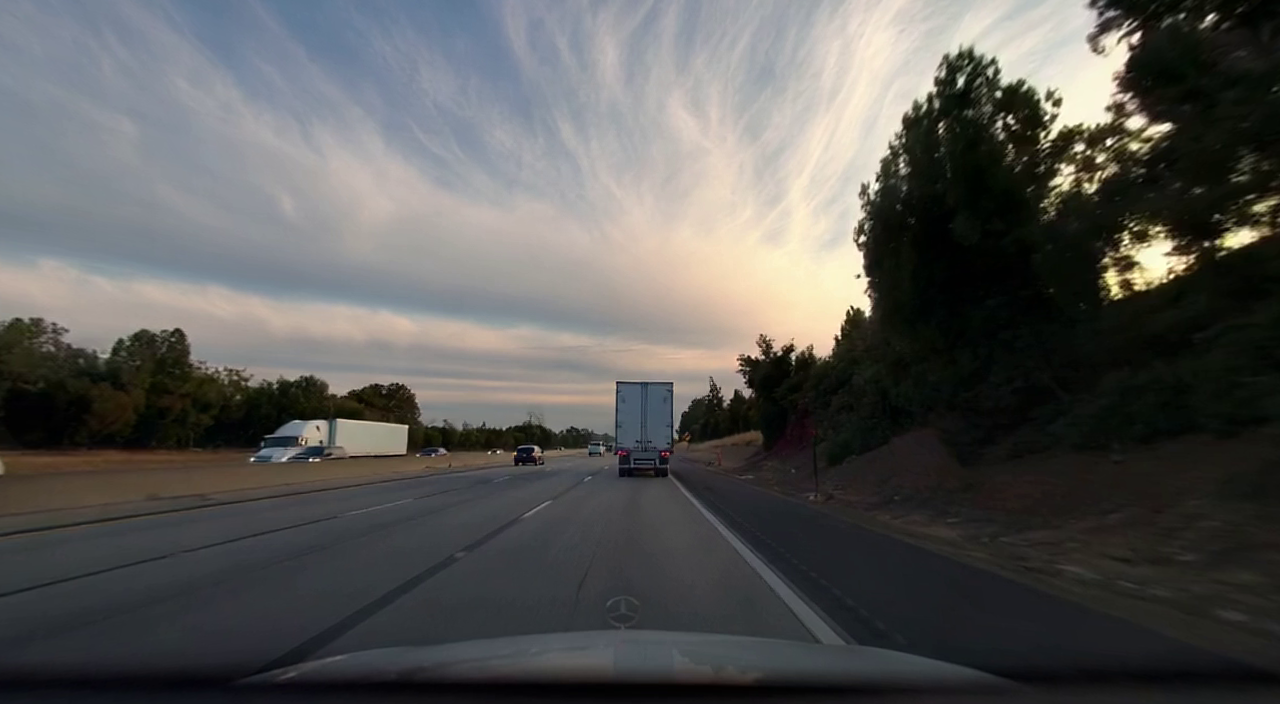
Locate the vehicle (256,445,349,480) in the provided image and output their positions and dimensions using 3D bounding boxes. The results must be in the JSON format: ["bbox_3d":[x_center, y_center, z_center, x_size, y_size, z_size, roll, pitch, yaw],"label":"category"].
[{"bbox_3d":[-17.852,5.826,33.642,2.242,1.713,4.902,0,-9,1],"label":"vehicle"}]

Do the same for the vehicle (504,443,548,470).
[{"bbox_3d":[-7.515,6.902,41.912,2.066,1.674,4.423,0,-9,0],"label":"vehicle"}]

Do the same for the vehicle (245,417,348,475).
[{"bbox_3d":[-25.507,7.069,47.381,2.959,3.986,8.233,0,-9,1],"label":"vehicle"}]

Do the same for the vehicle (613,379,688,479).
[{"bbox_3d":[0.340,4.020,31.711,3.052,4.132,11.336,0,-9,-1],"label":"vehicle"}]
